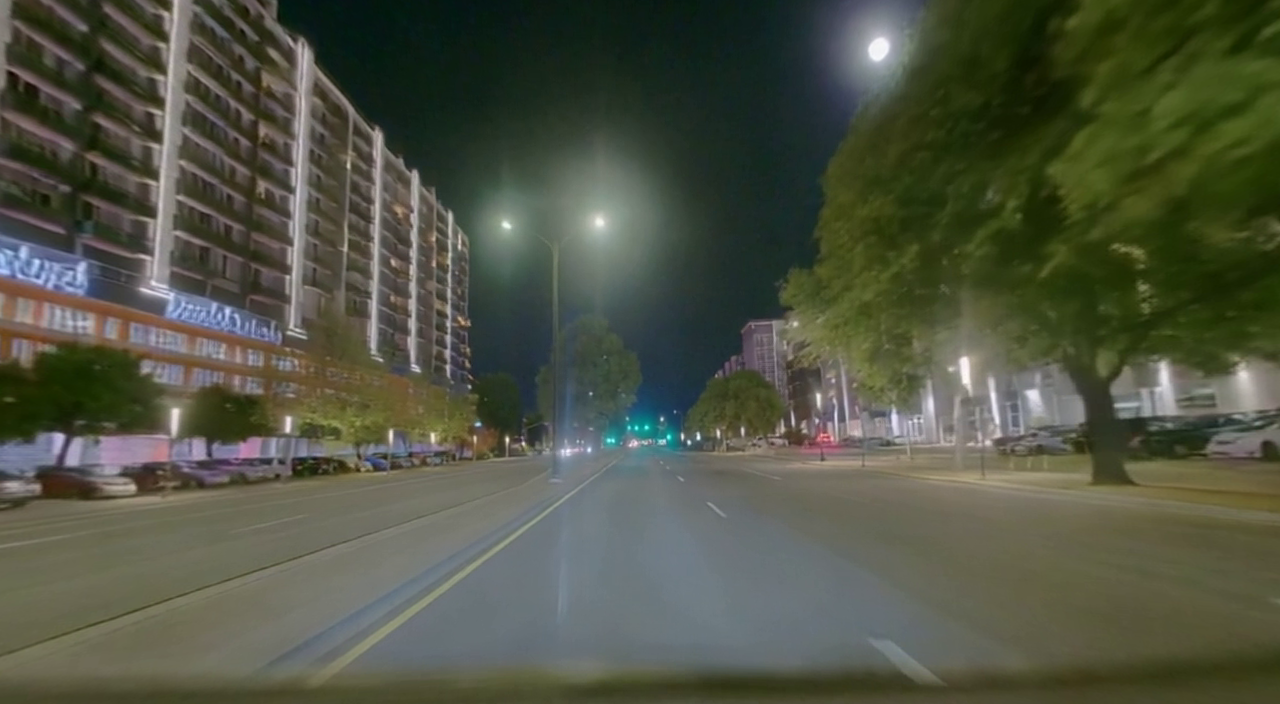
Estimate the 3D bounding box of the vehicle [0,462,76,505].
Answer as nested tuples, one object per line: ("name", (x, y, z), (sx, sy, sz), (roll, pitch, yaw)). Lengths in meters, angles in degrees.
("vehicle", (-26.284, 5.399, 25.959), (4.054, 1.602, 2.056), (3, -9, -23))
